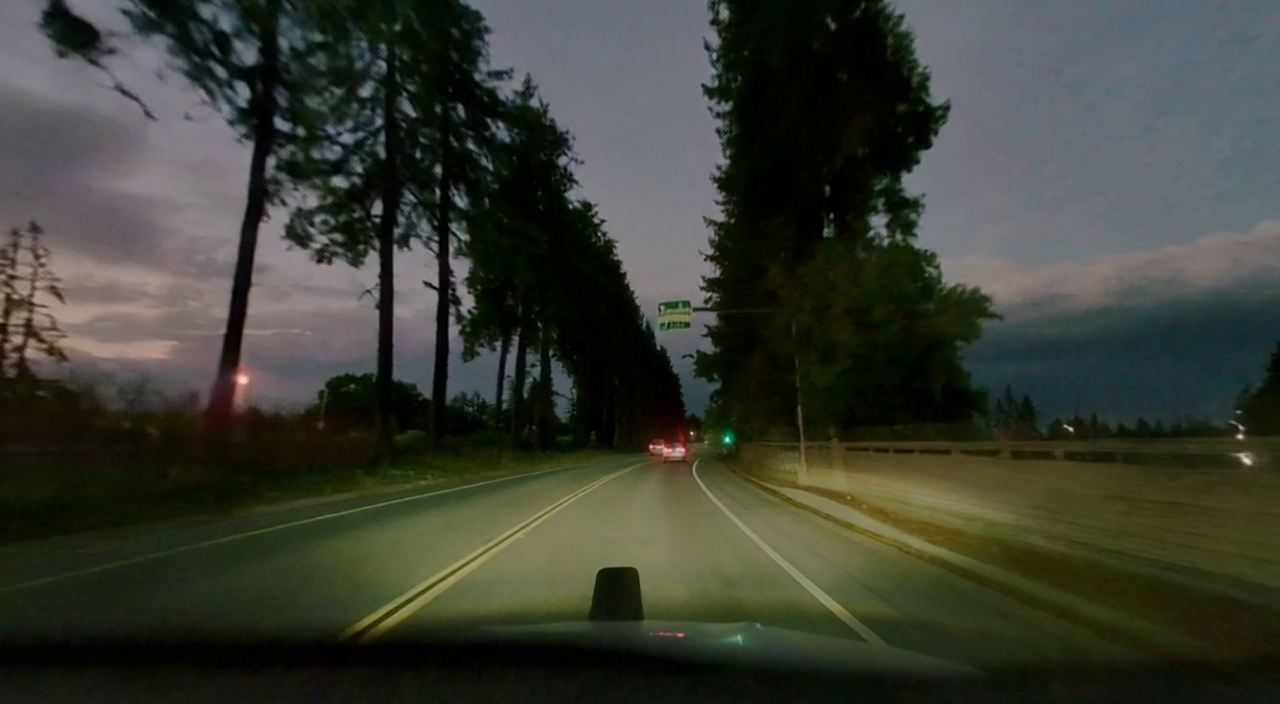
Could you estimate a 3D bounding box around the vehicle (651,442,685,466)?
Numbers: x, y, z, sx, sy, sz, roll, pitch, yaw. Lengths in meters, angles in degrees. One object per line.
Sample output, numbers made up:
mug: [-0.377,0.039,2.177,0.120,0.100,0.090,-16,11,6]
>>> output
vehicle: [1.965,6.920,43.058,2.071,1.474,4.047,-1,-8,6]
